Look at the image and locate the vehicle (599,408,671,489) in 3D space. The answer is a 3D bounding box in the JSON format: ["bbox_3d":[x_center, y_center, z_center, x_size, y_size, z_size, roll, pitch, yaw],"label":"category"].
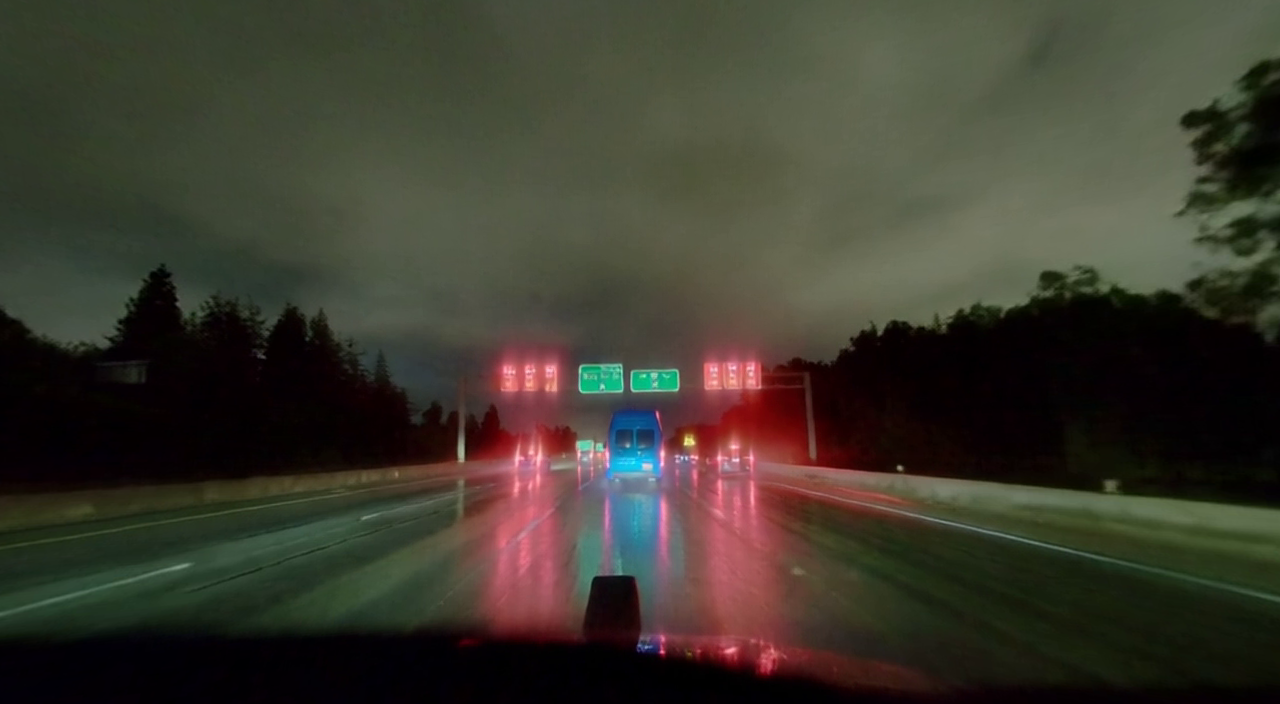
[{"bbox_3d":[-0.200,3.476,22.598,2.268,2.551,5.144,0,-9,-1],"label":"vehicle"}]

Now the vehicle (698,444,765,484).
[{"bbox_3d":[3.653,4.597,25.986,2.015,1.491,4.732,0,-9,-1],"label":"vehicle"}]

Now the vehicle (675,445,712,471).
[{"bbox_3d":[3.379,6.801,40.377,1.978,1.510,4.462,-1,-9,1],"label":"vehicle"}]

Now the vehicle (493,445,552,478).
[{"bbox_3d":[-5.703,5.374,30.928,2.003,1.498,4.386,-1,-9,1],"label":"vehicle"}]
